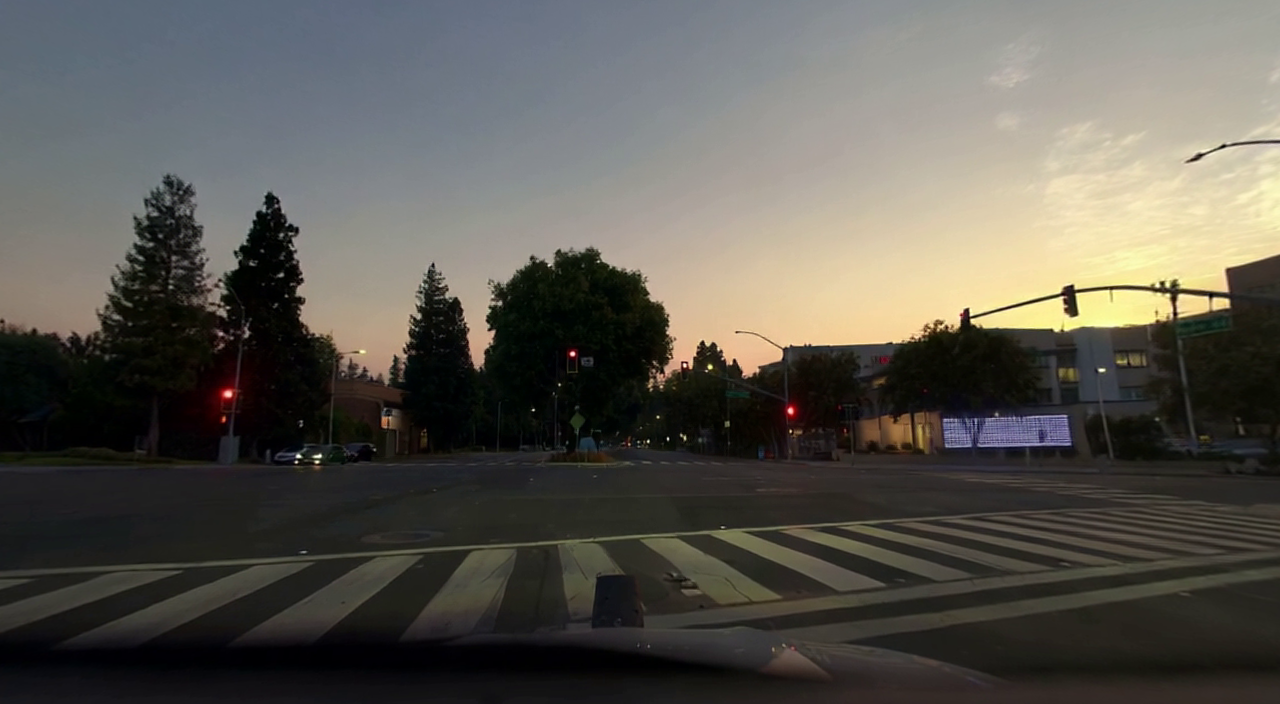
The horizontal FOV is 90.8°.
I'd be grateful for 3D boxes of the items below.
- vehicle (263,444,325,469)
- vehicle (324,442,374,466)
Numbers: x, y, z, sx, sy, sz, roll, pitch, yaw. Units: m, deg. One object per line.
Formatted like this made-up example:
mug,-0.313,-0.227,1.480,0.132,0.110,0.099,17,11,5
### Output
vehicle,-21.861,6.594,40.081,2.005,1.496,4.020,1,-9,-6
vehicle,-22.410,7.834,48.821,2.023,1.706,4.756,1,-9,-6
